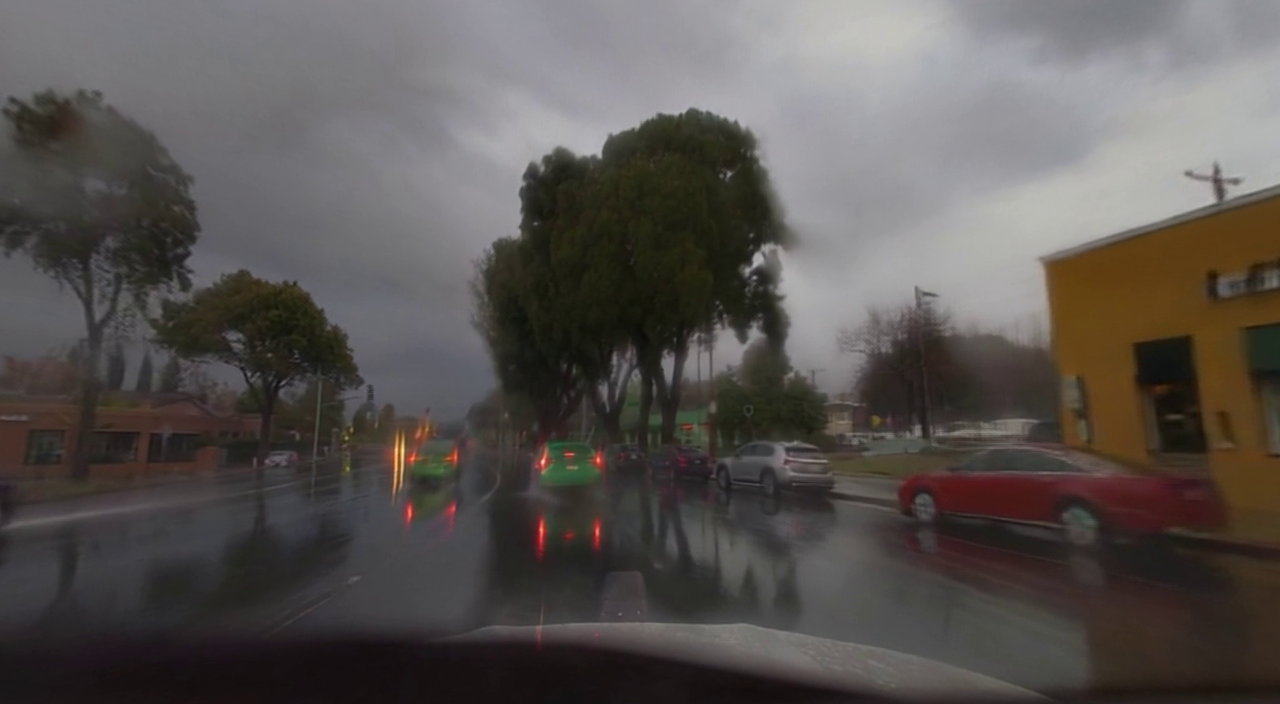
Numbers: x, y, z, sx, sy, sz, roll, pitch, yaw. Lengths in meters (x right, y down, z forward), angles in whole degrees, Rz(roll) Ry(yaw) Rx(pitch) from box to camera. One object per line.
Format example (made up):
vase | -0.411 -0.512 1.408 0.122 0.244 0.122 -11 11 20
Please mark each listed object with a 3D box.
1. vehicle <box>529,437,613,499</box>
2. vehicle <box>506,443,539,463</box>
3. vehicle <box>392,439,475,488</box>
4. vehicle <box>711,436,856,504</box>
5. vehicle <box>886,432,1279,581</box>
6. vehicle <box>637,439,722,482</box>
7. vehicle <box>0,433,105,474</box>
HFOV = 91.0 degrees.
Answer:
vehicle | -2.082 3.190 17.808 2.001 1.483 4.442 1 -9 -10
vehicle | -8.554 7.264 45.452 1.920 1.416 4.310 2 -9 -16
vehicle | -6.933 3.763 21.650 2.105 1.477 4.857 2 -9 -11
vehicle | 3.599 3.039 16.727 1.905 1.537 4.276 2 -9 -16
vehicle | 5.916 1.901 8.826 2.038 1.446 4.896 2 -9 -15
vehicle | 1.439 4.251 25.005 1.867 1.489 4.694 2 -9 -16
vehicle | -36.307 6.242 38.806 2.430 2.266 6.029 3 -9 -13
